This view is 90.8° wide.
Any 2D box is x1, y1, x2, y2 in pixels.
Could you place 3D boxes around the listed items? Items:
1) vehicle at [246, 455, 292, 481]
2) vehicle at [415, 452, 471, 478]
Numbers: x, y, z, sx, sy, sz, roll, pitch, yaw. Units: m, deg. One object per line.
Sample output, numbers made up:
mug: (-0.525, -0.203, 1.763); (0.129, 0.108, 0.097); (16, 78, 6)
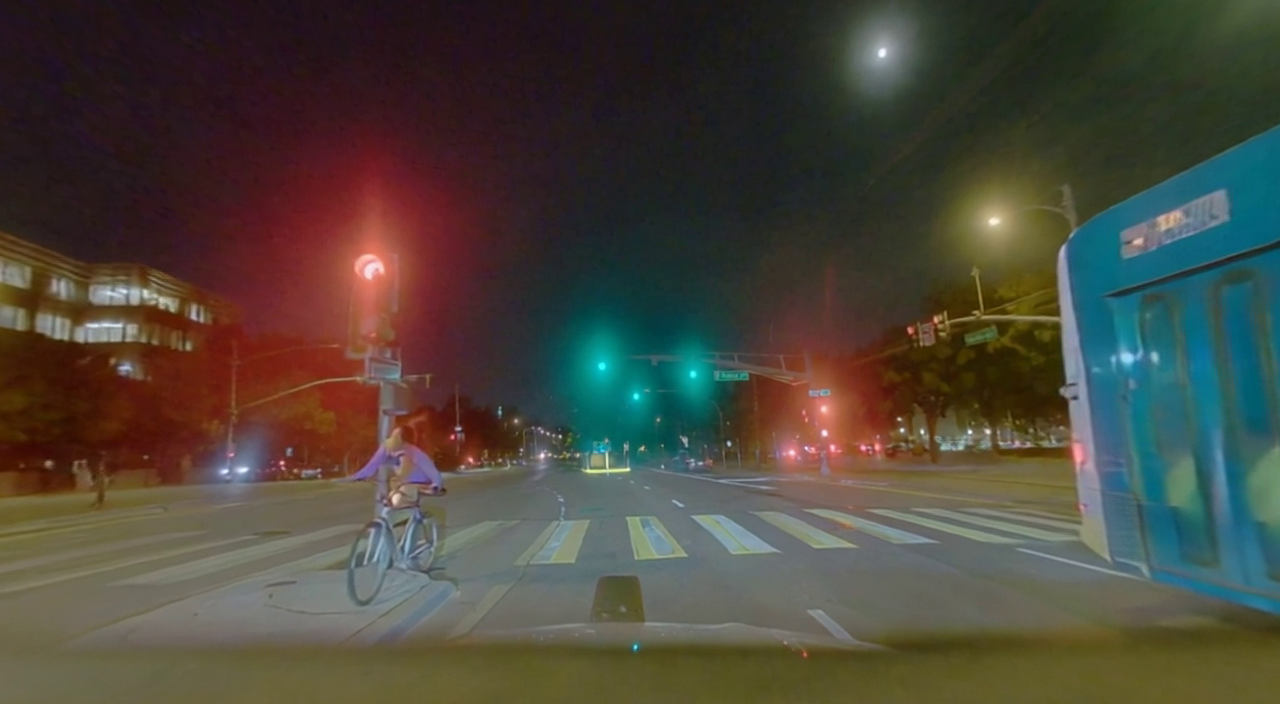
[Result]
vehicle: (-28.635, 8.869, 48.652); (2.199, 1.838, 4.222); (7, -11, -40)
vehicle: (-12.566, 7.118, 40.118); (2.123, 1.544, 4.158); (6, -11, -36)
